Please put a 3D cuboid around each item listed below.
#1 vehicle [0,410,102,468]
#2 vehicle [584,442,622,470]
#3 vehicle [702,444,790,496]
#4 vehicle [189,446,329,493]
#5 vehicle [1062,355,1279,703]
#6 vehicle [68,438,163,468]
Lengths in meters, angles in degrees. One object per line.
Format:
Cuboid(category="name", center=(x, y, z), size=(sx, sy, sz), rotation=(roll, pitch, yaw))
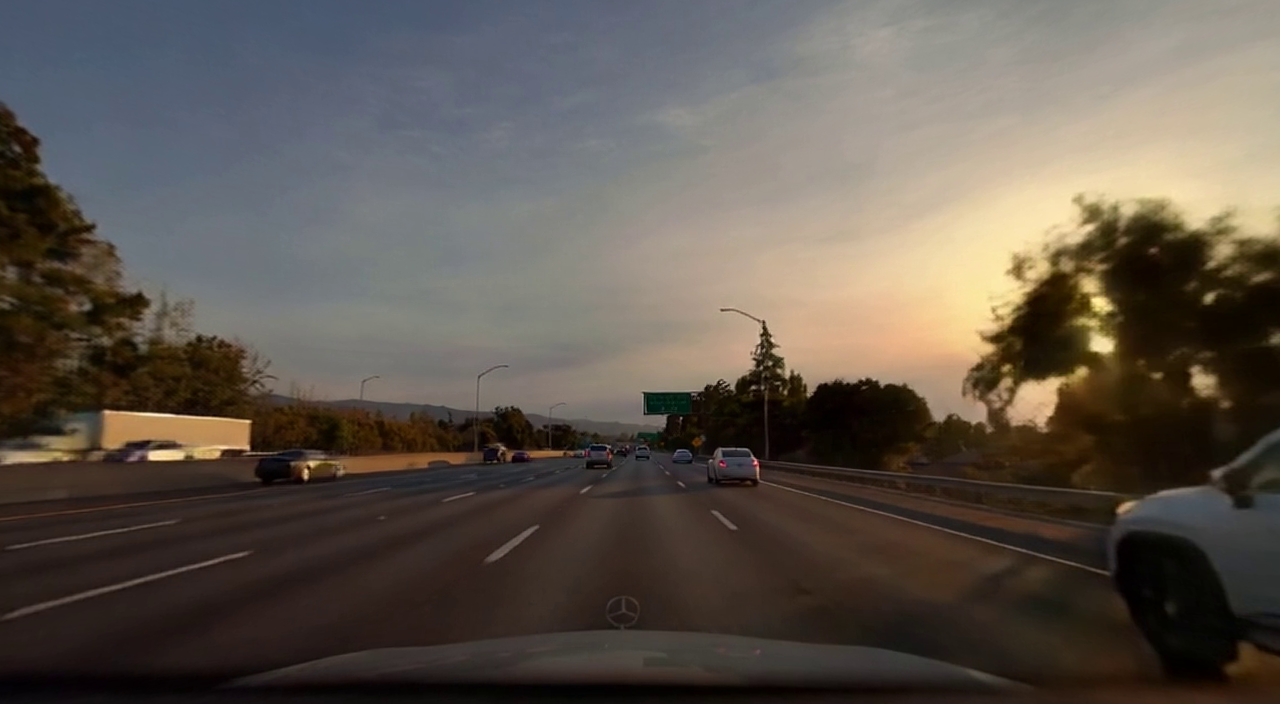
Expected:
Cuboid(category="vehicle", center=(-39.352, 5.614, 40.912), size=(2.918, 3.456, 6.334), rotation=(1, -8, 0))
Cuboid(category="vehicle", center=(-2.701, 7.751, 47.210), size=(2.449, 1.929, 5.503), rotation=(0, -9, 0))
Cuboid(category="vehicle", center=(3.378, 3.865, 21.002), size=(2.126, 1.529, 4.438), rotation=(0, -9, -1))
Cuboid(category="vehicle", center=(-13.796, 4.244, 23.260), size=(1.959, 1.520, 5.068), rotation=(0, -9, 0))
Cuboid(category="vehicle", center=(4.372, 0.785, 2.388), size=(2.218, 1.776, 4.807), rotation=(0, -9, 1))
Cuboid(category="vehicle", center=(-28.102, 5.408, 33.918), size=(1.713, 1.511, 3.883), rotation=(0, -8, 0))
